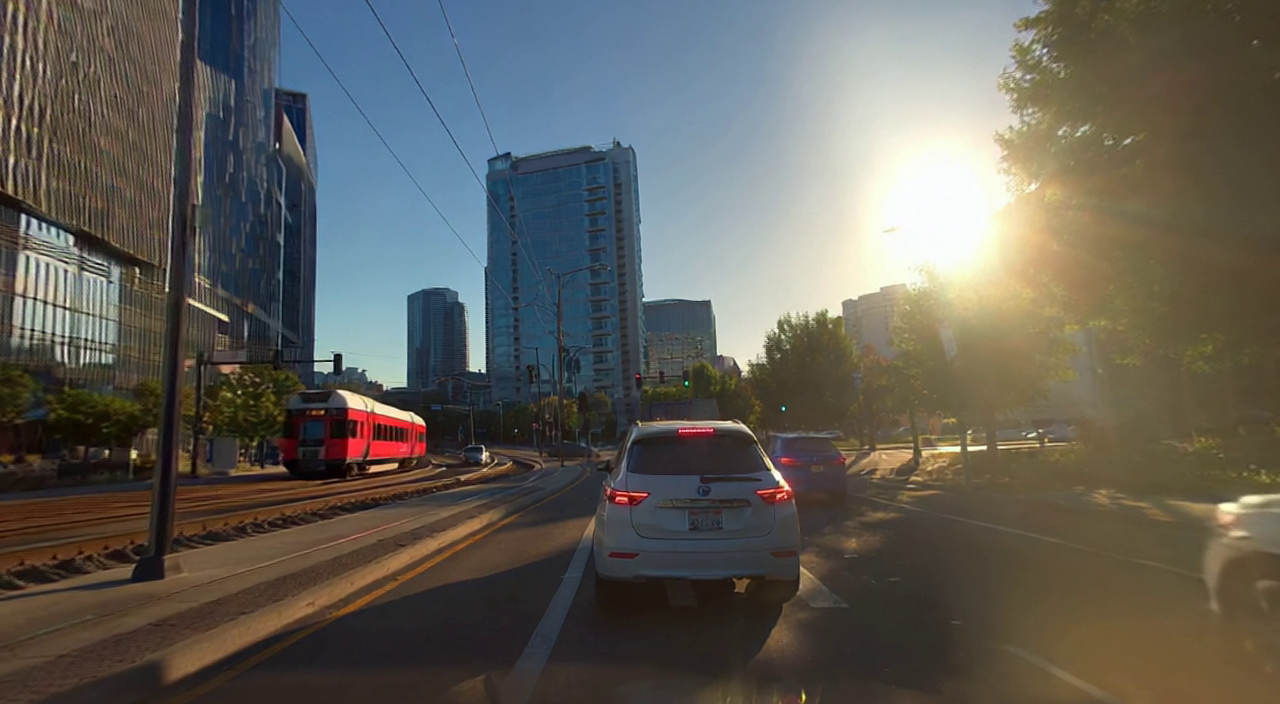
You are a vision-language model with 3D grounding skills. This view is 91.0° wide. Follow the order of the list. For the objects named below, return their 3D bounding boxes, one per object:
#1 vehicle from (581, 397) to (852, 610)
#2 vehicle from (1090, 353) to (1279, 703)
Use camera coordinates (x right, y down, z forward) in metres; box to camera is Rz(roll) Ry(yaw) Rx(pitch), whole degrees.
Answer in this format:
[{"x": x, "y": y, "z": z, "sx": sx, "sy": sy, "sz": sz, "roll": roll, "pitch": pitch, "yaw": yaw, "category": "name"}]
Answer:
[{"x": 0.508, "y": 1.519, "z": 7.169, "sx": 2.190, "sy": 1.684, "sz": 4.084, "roll": 0, "pitch": -9, "yaw": -3, "category": "vehicle"}, {"x": 4.224, "y": 0.691, "z": 1.745, "sx": 2.165, "sy": 1.760, "sz": 5.064, "roll": 0, "pitch": -9, "yaw": 0, "category": "vehicle"}]
